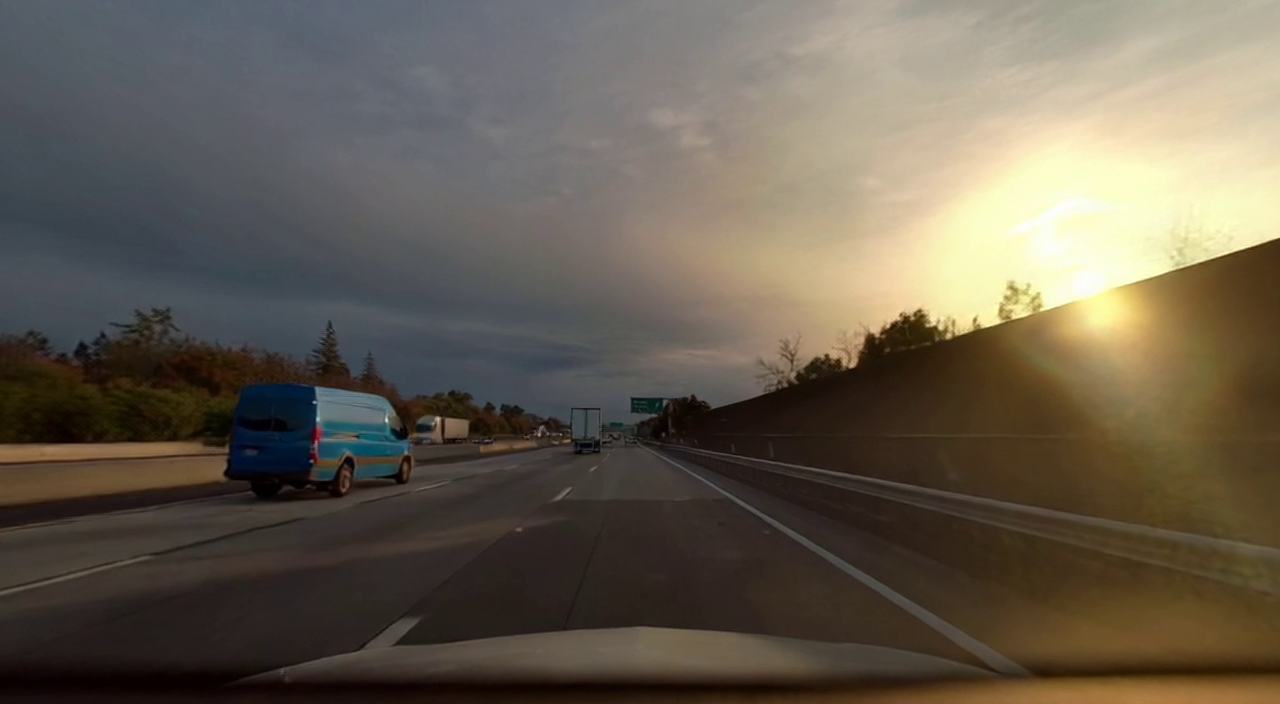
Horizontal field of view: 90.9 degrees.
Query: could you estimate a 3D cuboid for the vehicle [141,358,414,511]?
[{"bbox_3d":[-7.812,1.946,14.958,2.396,2.763,6.935,0,-8,-1],"label":"vehicle"}]
